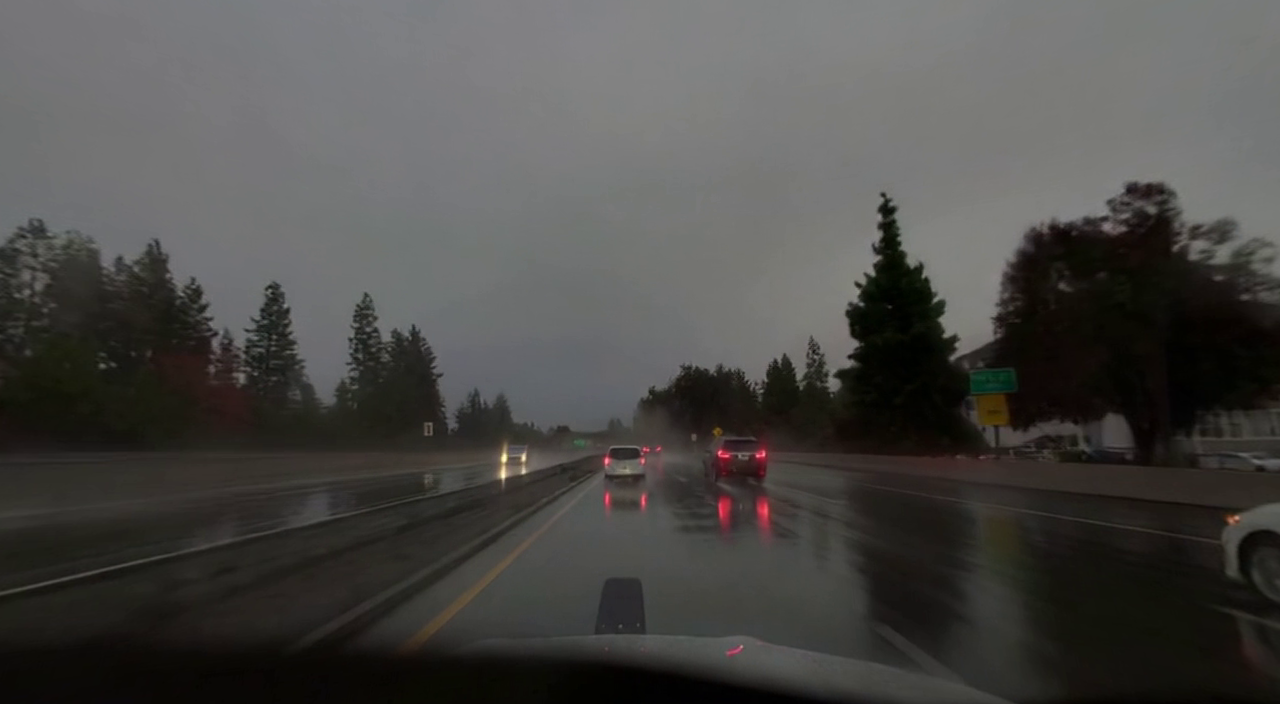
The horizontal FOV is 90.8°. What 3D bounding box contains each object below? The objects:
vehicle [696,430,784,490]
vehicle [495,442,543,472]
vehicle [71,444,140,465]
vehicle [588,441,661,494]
[{"bbox_3d":[3.298,3.677,21.854,2.186,1.842,4.553,0,-9,-2],"label":"vehicle"},{"bbox_3d":[-7.259,6.318,38.283,1.939,1.661,4.295,0,-9,1],"label":"vehicle"},{"bbox_3d":[-37.560,7.223,44.420,3.305,1.411,1.561,0,-9,-2],"label":"vehicle"},{"bbox_3d":[-0.433,3.511,19.528,2.040,1.451,3.736,0,-9,0],"label":"vehicle"}]
